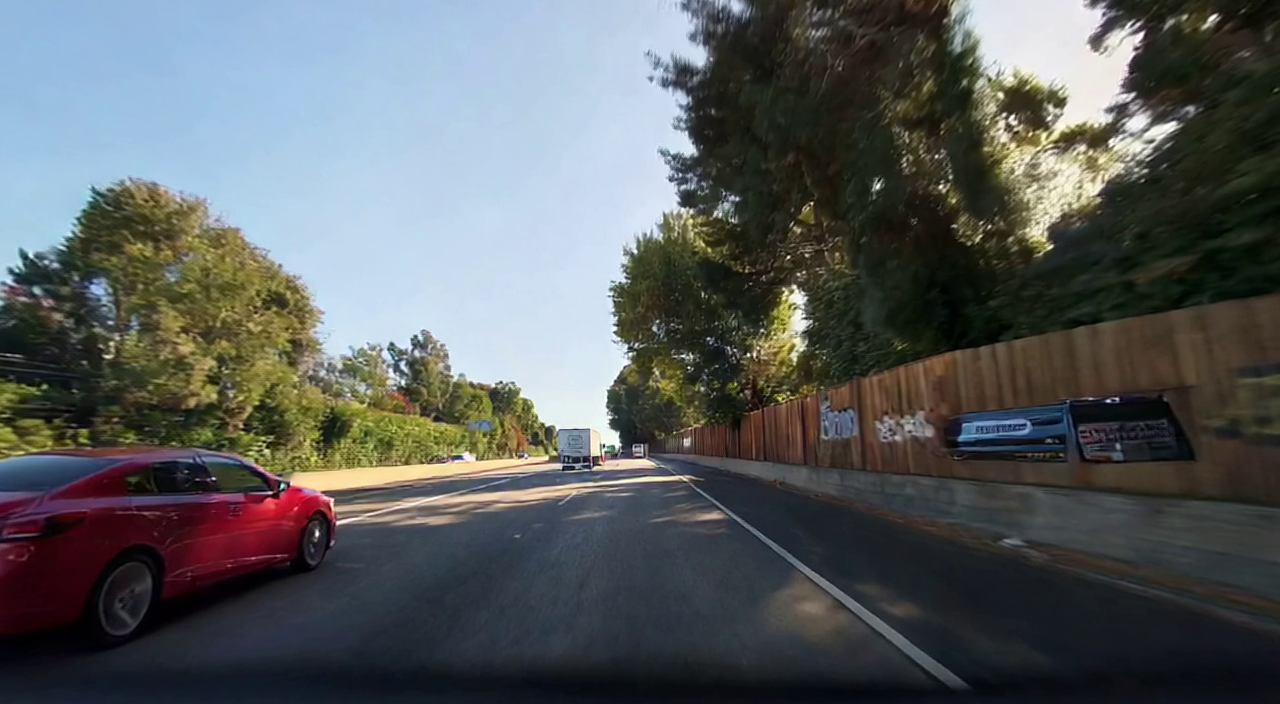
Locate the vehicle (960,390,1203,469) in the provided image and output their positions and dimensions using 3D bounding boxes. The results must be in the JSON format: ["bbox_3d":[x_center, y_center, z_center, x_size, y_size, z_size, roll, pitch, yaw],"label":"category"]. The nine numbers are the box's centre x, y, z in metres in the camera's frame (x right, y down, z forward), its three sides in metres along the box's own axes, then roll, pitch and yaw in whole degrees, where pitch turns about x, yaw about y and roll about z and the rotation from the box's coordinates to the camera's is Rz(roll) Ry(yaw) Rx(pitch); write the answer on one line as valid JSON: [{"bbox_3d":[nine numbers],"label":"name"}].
[{"bbox_3d":[26.227,5.002,39.074,2.782,4.082,12.925,3,-9,-19],"label":"vehicle"}]

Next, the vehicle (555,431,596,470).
[{"bbox_3d":[-4.393,6.881,43.997,2.305,2.517,5.486,0,-9,0],"label":"vehicle"}]

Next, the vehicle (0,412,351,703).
[{"bbox_3d":[-4.238,1.296,4.725,2.024,1.476,4.466,0,-9,0],"label":"vehicle"}]
